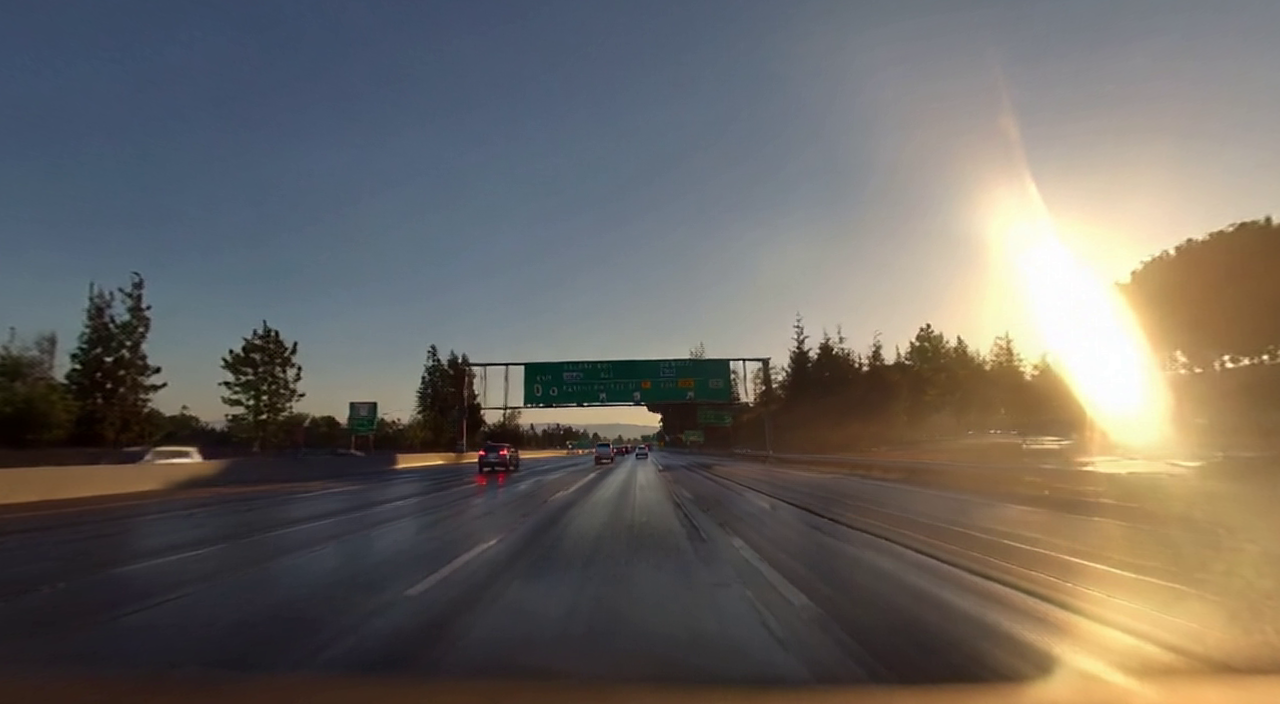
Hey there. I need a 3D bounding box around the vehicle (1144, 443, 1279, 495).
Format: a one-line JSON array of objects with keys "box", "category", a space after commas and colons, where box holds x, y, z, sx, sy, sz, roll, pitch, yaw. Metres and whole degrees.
[{"box": [19.936, 3.943, 21.501, 1.989, 1.529, 4.791, 1, -8, 8], "category": "vehicle"}]

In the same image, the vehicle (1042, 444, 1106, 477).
[{"box": [23.932, 5.963, 34.867, 2.011, 1.550, 4.792, 0, -8, 24], "category": "vehicle"}]

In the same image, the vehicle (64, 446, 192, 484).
[{"box": [-24.814, 5.456, 30.810, 2.097, 1.676, 4.828, 0, -9, 1], "category": "vehicle"}]

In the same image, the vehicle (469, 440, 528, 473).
[{"box": [-7.093, 5.253, 31.909, 1.985, 1.513, 4.172, 0, -8, 0], "category": "vehicle"}]
